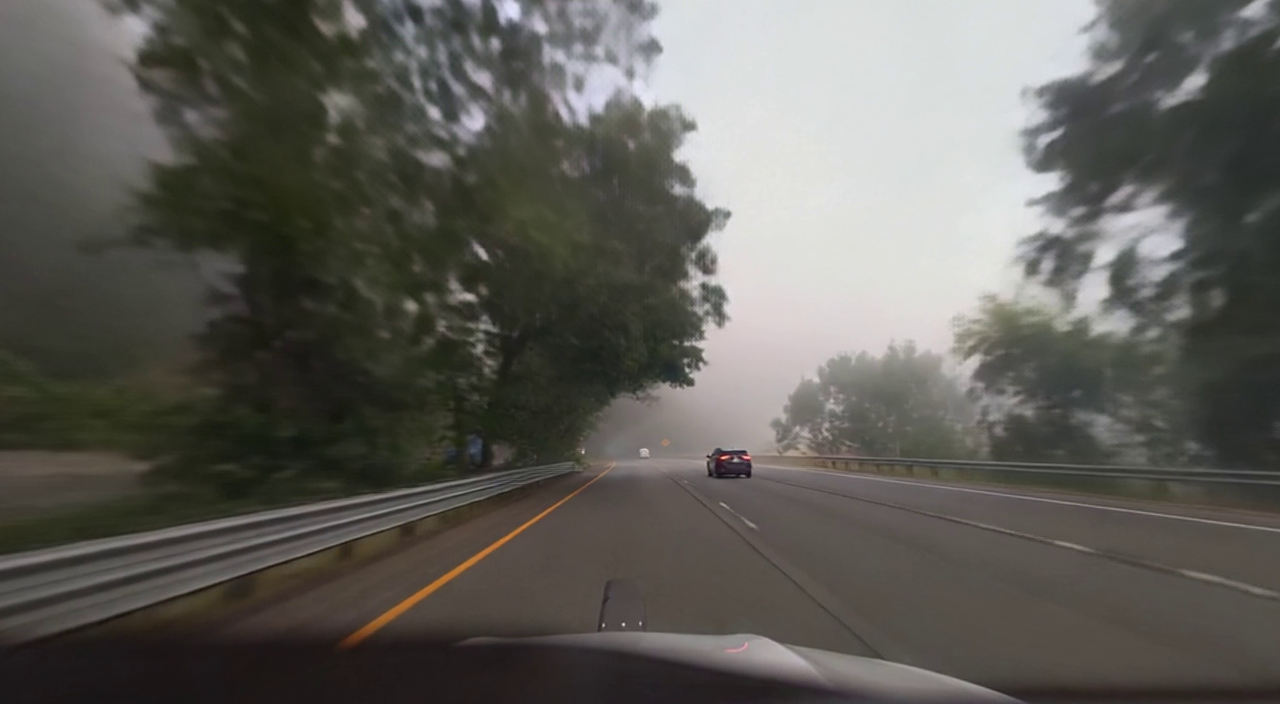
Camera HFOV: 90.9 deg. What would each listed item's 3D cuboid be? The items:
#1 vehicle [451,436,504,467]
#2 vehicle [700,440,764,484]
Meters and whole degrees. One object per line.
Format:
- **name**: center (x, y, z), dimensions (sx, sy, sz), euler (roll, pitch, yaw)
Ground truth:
- **vehicle**: center (-9.402, 5.772, 36.771), dimensions (1.934, 1.680, 4.388), euler (0, -9, -1)
- **vehicle**: center (3.753, 4.575, 26.519), dimensions (1.933, 1.663, 4.440), euler (0, -9, -2)
